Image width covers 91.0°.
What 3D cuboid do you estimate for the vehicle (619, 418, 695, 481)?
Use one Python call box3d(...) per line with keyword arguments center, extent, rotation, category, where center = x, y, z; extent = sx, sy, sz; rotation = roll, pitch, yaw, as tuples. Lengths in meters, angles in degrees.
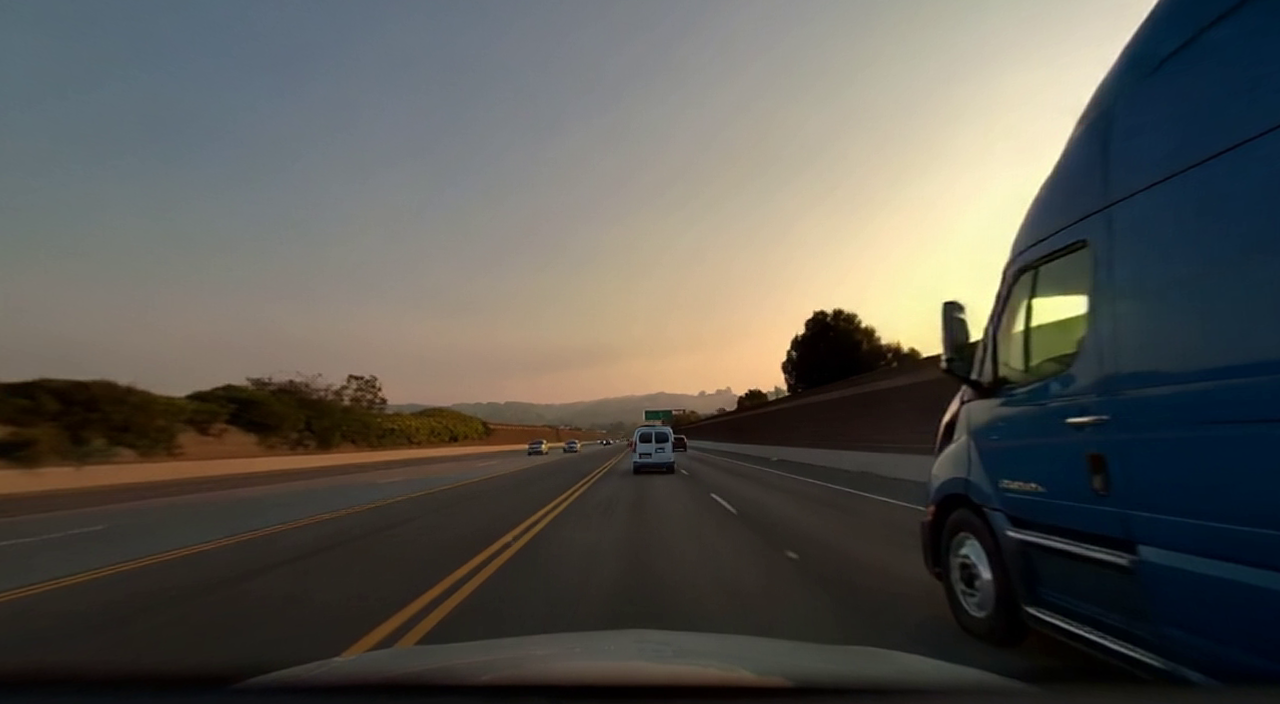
box3d(center=(0.618, 3.540, 23.028), extent=(2.469, 2.027, 4.554), rotation=(0, -8, 2), category="vehicle")
